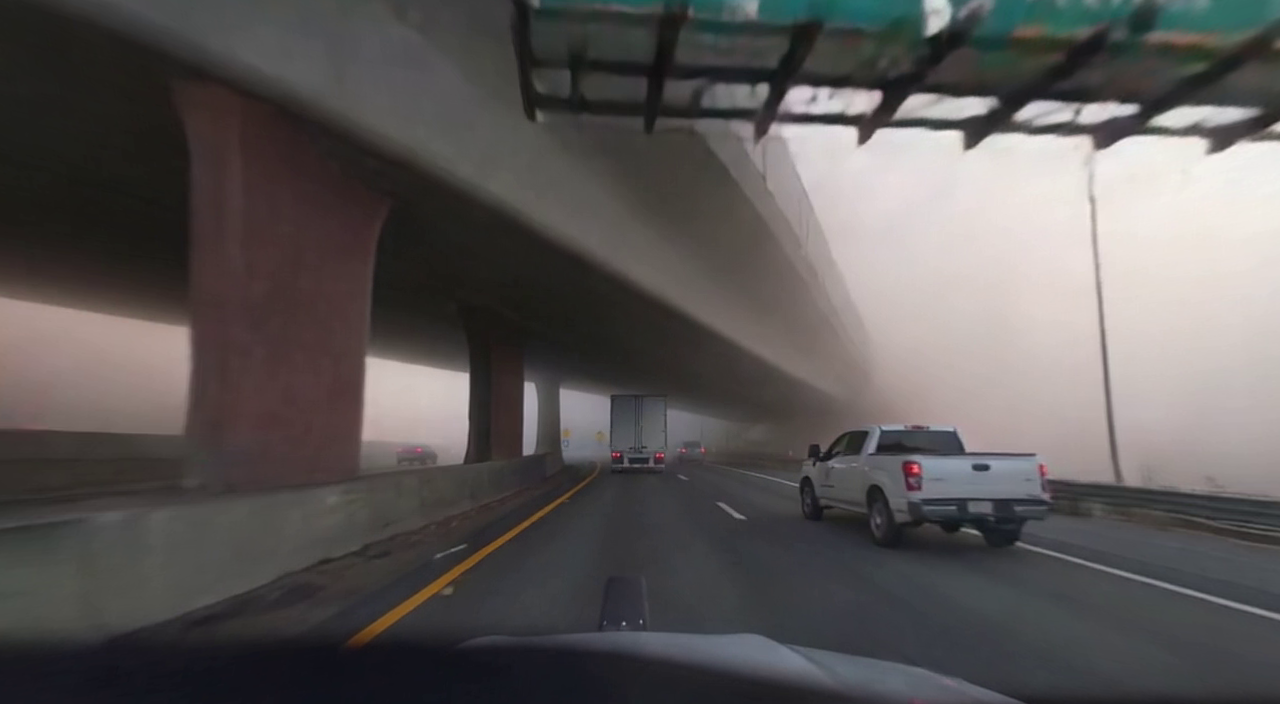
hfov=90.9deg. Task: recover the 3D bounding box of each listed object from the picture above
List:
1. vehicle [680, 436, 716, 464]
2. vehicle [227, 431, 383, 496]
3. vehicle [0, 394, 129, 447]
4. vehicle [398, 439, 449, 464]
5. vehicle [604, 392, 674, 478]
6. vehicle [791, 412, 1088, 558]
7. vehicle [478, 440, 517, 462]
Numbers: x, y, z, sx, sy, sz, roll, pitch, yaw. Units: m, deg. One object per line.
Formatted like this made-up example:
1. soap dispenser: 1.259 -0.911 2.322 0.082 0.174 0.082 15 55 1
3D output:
1. vehicle: 4.438 7.586 48.960 2.174 1.968 5.016 0 -8 -2
2. vehicle: -9.039 3.030 17.565 2.006 1.562 4.475 0 -8 -2
3. vehicle: -44.389 5.458 48.881 2.912 3.705 8.180 0 -8 -3
4. vehicle: -13.778 6.334 40.356 1.906 1.510 4.303 0 -8 -2
5. vehicle: -0.125 4.265 31.969 2.916 3.584 10.841 0 -8 -1
6. vehicle: 4.151 1.944 10.060 2.189 1.709 5.131 0 -8 0
7. vehicle: -10.619 7.401 47.275 2.057 1.506 4.829 0 -8 -3
